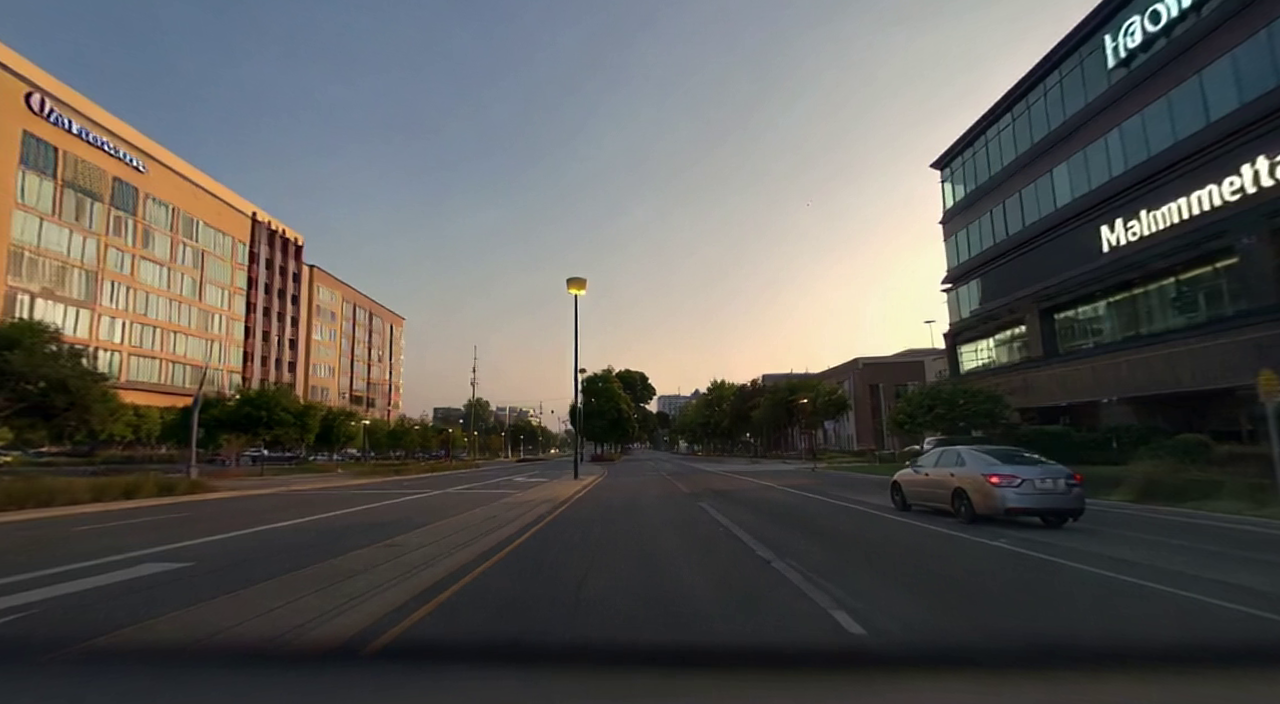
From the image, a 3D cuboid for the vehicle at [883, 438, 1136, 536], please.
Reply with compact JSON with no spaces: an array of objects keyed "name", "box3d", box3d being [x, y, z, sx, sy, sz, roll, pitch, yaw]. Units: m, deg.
[{"name":"vehicle","box3d":[6.689,2.456,12.249,1.913,1.504,4.738,0,-8,-2]}]
